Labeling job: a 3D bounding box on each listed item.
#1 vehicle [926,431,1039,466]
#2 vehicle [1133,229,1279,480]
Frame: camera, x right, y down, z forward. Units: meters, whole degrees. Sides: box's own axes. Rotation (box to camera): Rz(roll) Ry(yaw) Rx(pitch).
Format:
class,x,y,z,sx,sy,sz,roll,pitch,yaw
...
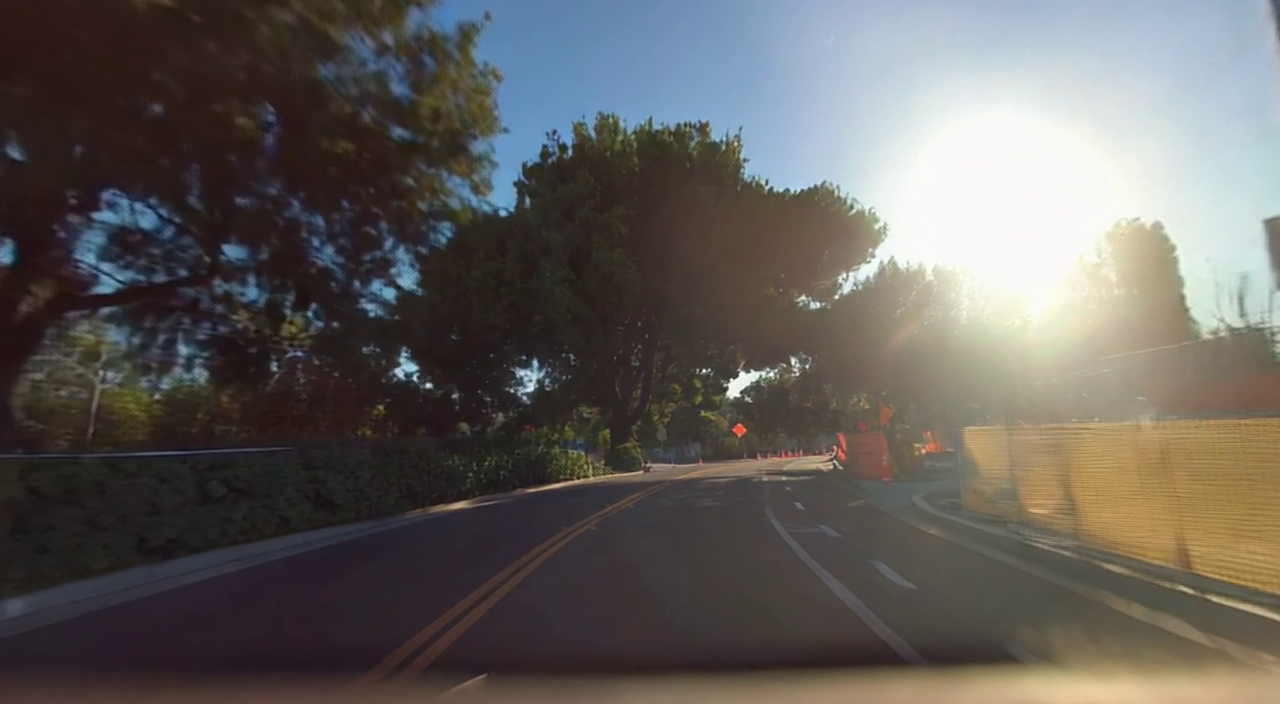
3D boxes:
class,x,y,z,sx,sy,sz,roll,pitch,yaw
vehicle,15.796,4.505,29.366,4.221,1.440,1.915,-5,-10,17
vehicle,10.850,-0.307,6.983,2.984,3.691,10.409,-1,-8,4
